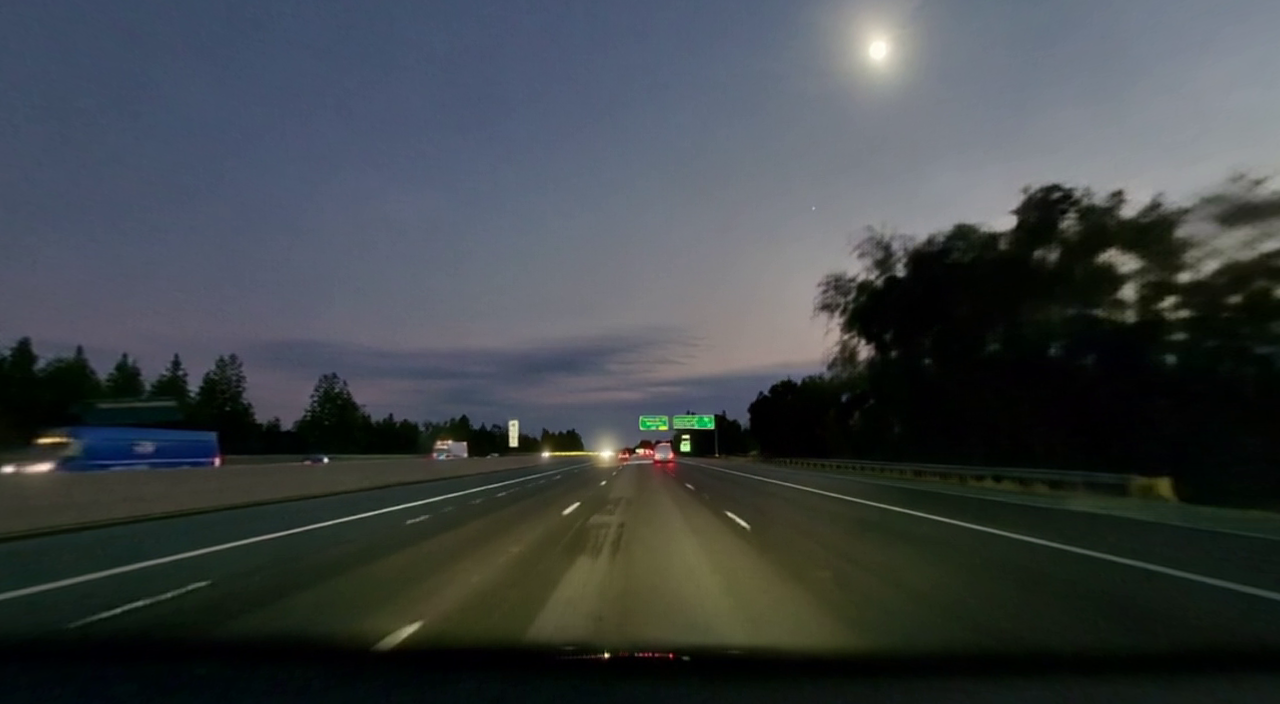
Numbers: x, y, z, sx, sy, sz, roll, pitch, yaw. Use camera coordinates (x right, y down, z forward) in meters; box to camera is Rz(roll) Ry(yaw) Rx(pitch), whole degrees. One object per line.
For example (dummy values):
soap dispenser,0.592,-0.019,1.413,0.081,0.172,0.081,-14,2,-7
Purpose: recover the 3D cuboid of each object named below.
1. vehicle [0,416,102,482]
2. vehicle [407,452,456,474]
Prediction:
vehicle,-39.515,6.301,40.979,3.163,3.960,6.362,0,-9,-1
vehicle,-15.214,8.104,46.221,1.903,1.486,4.666,0,-9,1
